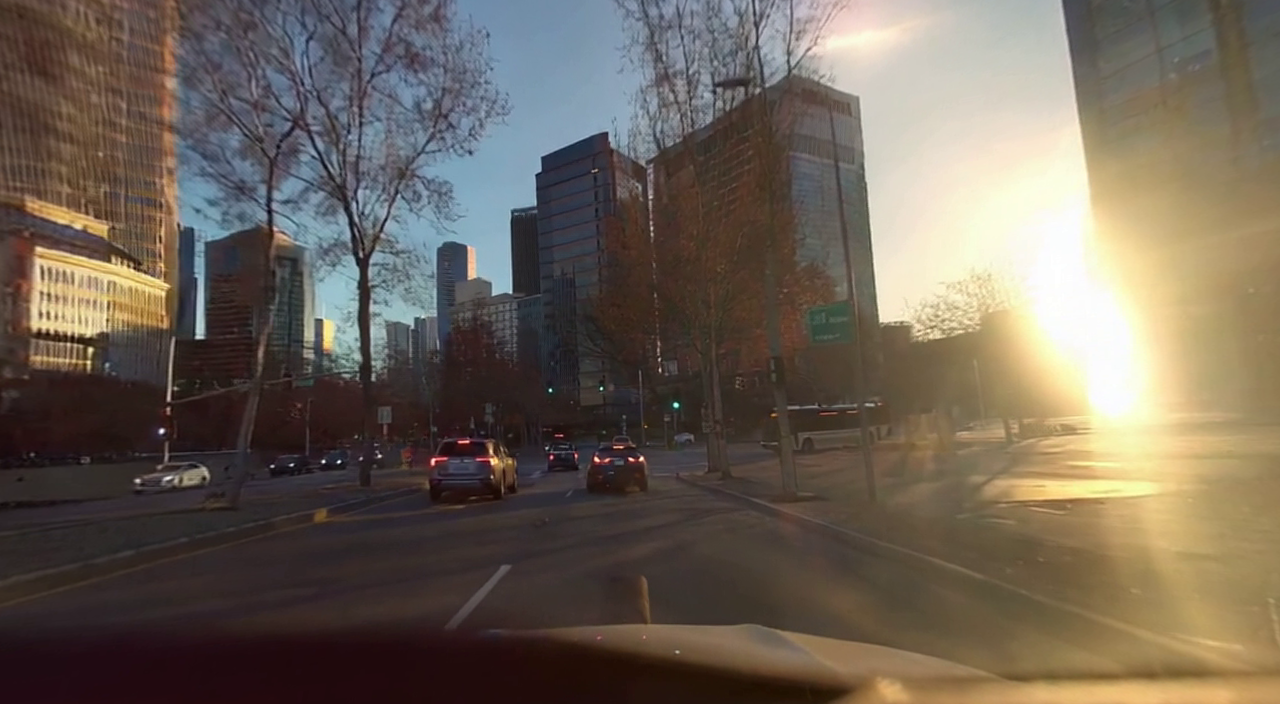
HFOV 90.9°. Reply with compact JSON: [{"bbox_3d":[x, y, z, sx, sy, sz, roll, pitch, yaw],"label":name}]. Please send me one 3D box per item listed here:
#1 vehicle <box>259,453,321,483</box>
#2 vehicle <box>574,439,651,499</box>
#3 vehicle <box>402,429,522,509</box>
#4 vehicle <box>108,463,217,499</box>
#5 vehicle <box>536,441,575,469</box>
[{"bbox_3d":[-23.558,7.792,42.648,1.881,1.792,4.640,1,-9,-5],"label":"vehicle"},{"bbox_3d":[-0.760,3.241,17.832,1.933,1.504,3.802,0,-9,-2],"label":"vehicle"},{"bbox_3d":[-4.053,2.723,15.007,1.848,1.641,3.686,0,-9,-1],"label":"vehicle"},{"bbox_3d":[-22.882,6.184,30.479,1.787,1.466,4.708,1,-9,-3],"label":"vehicle"},{"bbox_3d":[-4.964,6.101,37.521,1.961,1.517,4.202,1,-9,-3],"label":"vehicle"}]
